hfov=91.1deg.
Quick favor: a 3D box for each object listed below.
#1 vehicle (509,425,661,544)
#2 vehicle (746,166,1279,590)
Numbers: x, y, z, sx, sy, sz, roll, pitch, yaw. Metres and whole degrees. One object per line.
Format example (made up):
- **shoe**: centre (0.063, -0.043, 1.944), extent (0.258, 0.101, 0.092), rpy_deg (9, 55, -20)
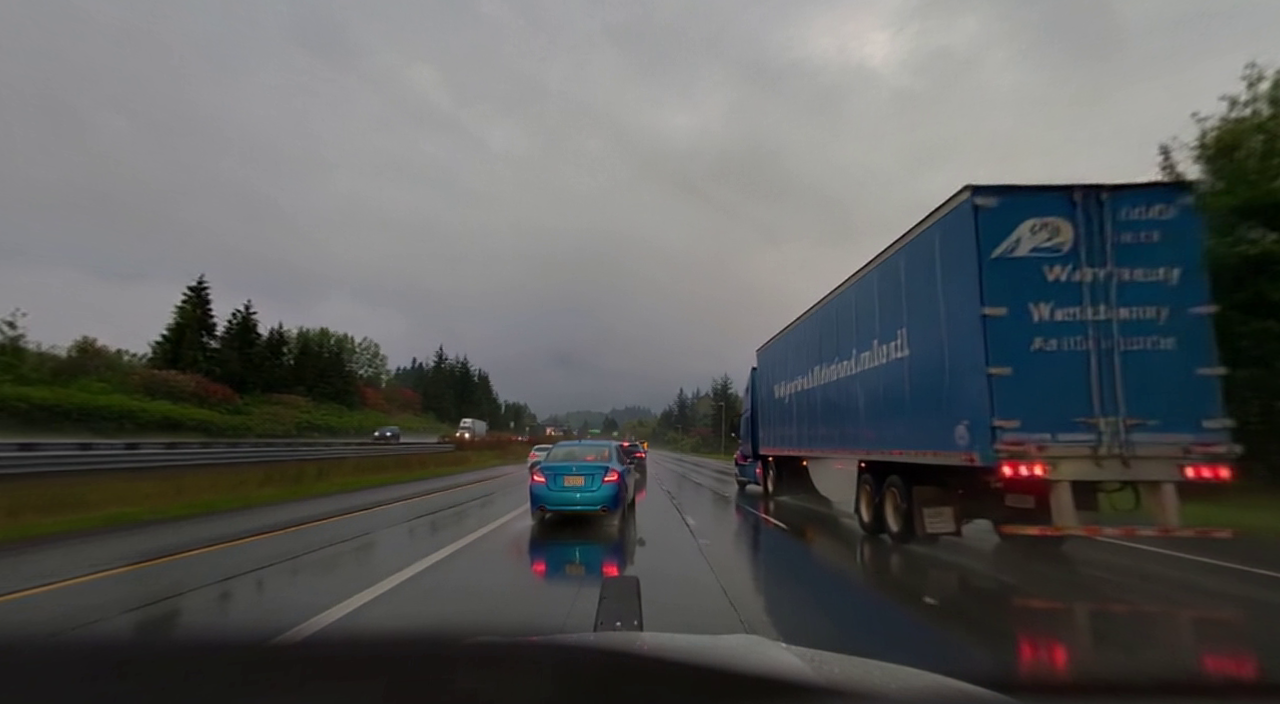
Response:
- **vehicle**: centre (-0.741, 2.076, 10.396), extent (2.038, 1.582, 3.729), rpy_deg (0, -9, 0)
- **vehicle**: centre (4.856, 1.213, 12.925), extent (2.825, 4.043, 14.051), rpy_deg (0, -9, 0)
